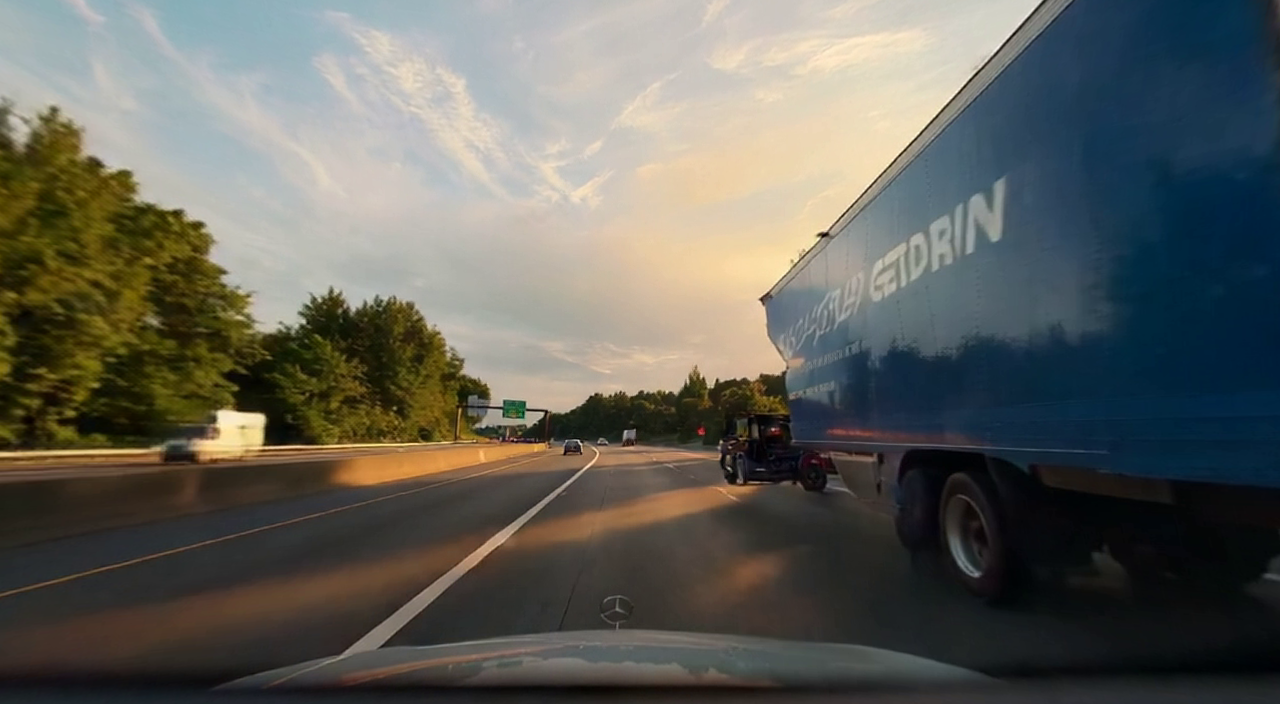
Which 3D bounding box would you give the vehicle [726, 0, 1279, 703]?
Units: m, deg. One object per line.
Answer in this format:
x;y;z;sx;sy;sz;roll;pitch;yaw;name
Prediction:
3.803;0.483;8.743;2.910;4.051;14.278;0;-8;-1;vehicle

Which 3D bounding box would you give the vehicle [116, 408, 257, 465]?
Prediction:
-19.131;3.630;26.994;2.407;2.215;4.980;0;-8;-2;vehicle
